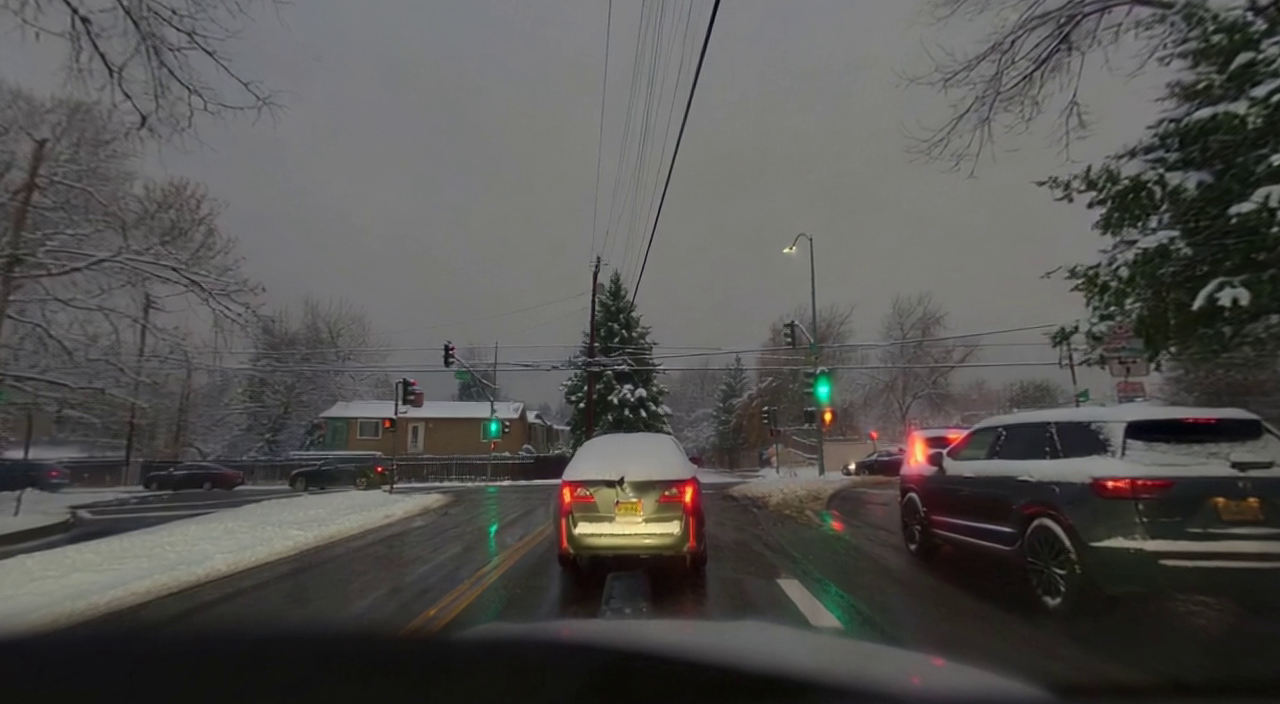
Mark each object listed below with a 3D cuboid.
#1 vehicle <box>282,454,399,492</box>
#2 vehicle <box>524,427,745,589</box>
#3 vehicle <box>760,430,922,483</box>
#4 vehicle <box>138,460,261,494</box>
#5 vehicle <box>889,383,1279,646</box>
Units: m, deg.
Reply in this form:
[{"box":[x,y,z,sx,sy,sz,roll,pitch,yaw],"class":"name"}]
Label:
[{"box":[-13.789,5.536,29.168,4.485,1.625,1.980,-2,-9,10],"class":"vehicle"},{"box":[0.009,1.811,8.275,2.078,1.506,4.512,0,-8,2],"class":"vehicle"},{"box":[7.915,4.202,25.492,5.857,2.016,2.273,-1,-8,7],"class":"vehicle"},{"box":[-21.023,5.951,30.172,4.736,1.475,1.921,-2,-9,9],"class":"vehicle"},{"box":[4.617,1.496,6.936,2.095,1.836,4.895,-1,-8,5],"class":"vehicle"}]
